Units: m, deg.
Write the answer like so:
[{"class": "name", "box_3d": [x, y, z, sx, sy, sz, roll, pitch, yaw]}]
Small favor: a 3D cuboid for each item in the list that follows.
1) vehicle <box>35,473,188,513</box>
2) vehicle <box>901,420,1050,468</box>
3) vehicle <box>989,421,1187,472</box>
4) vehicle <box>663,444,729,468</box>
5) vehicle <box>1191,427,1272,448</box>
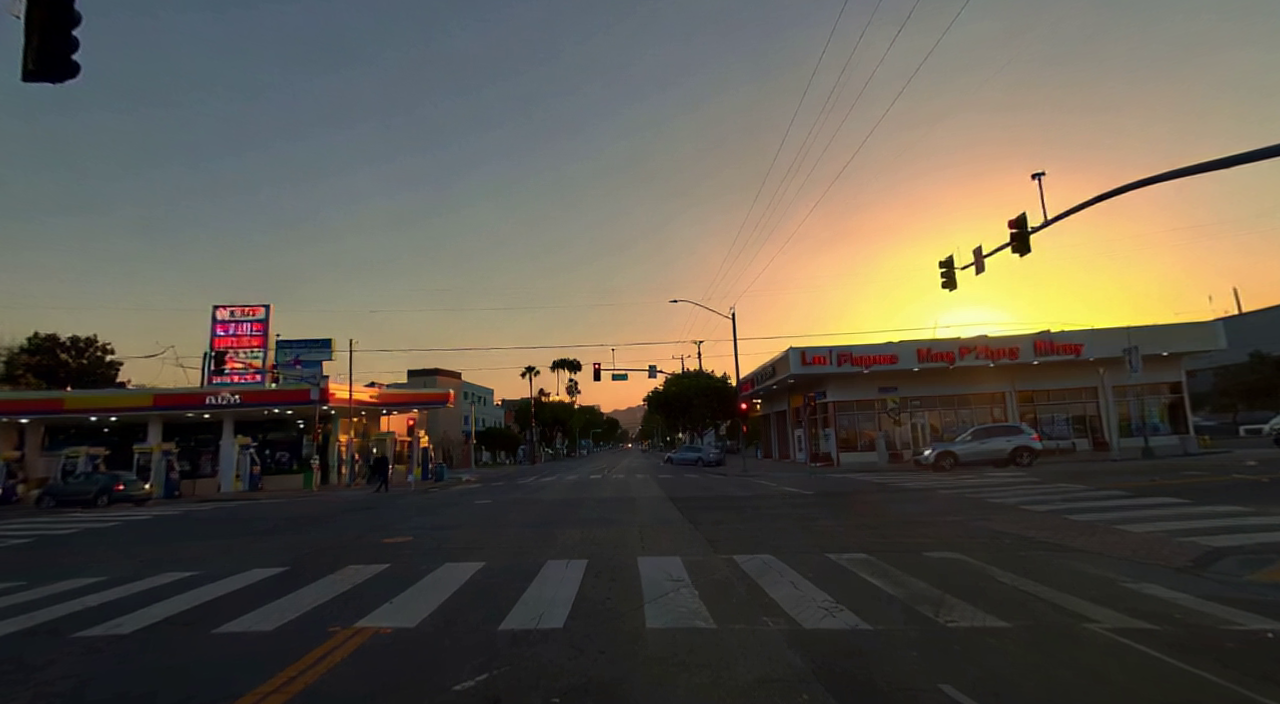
[{"class": "vehicle", "box_3d": [-21.383, 5.701, 25.667, 4.676, 1.463, 1.909, -1, -8, 6]}, {"class": "vehicle", "box_3d": [13.031, 3.645, 24.948, 4.916, 1.730, 1.986, -4, -9, 21]}, {"class": "vehicle", "box_3d": [14.352, 3.098, 20.629, 4.835, 1.487, 1.913, -4, -9, 20]}, {"class": "vehicle", "box_3d": [3.681, 6.982, 42.432, 1.969, 1.491, 4.612, 5, -10, -33]}, {"class": "vehicle", "box_3d": [42.015, 6.064, 44.900, 4.347, 1.446, 1.777, 1, -9, -9]}]
